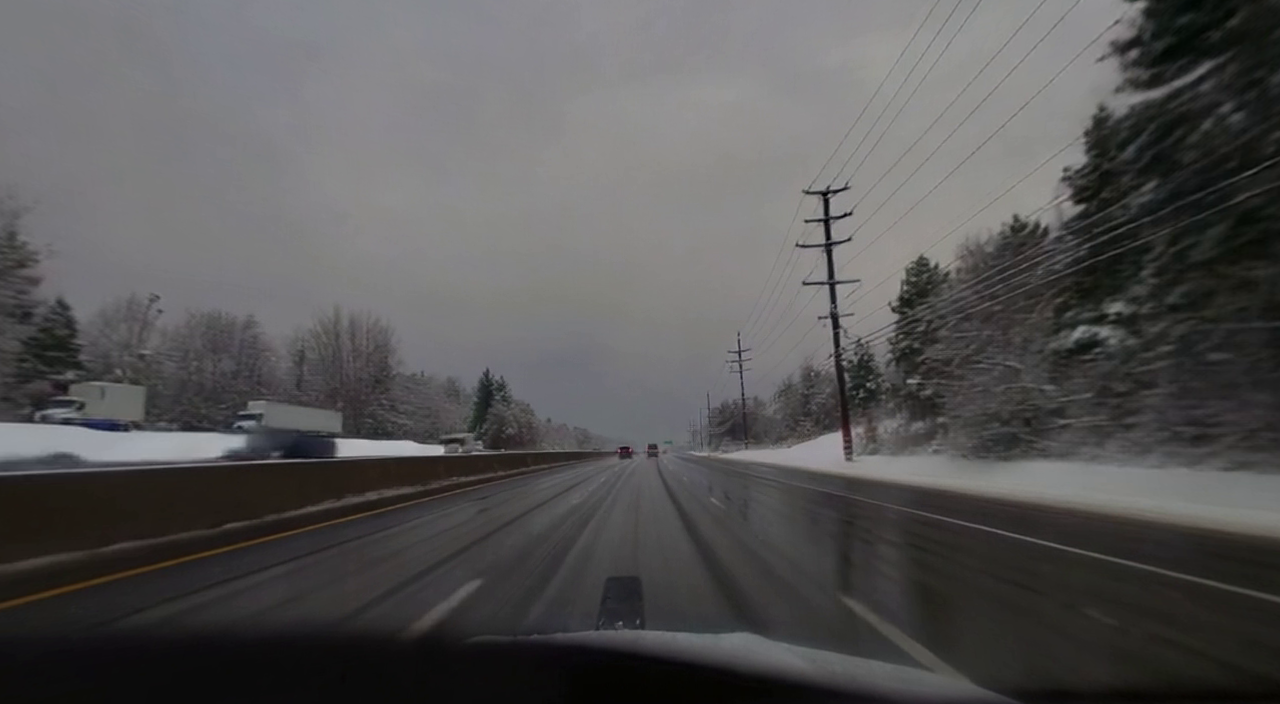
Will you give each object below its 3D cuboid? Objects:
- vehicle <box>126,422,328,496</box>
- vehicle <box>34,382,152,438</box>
[{"bbox_3d":[-11.147,2.958,17.678,2.142,1.737,5.107,0,-9,1],"label":"vehicle"},{"bbox_3d":[-39.182,4.315,45.514,2.865,3.637,5.970,0,-9,1],"label":"vehicle"}]
